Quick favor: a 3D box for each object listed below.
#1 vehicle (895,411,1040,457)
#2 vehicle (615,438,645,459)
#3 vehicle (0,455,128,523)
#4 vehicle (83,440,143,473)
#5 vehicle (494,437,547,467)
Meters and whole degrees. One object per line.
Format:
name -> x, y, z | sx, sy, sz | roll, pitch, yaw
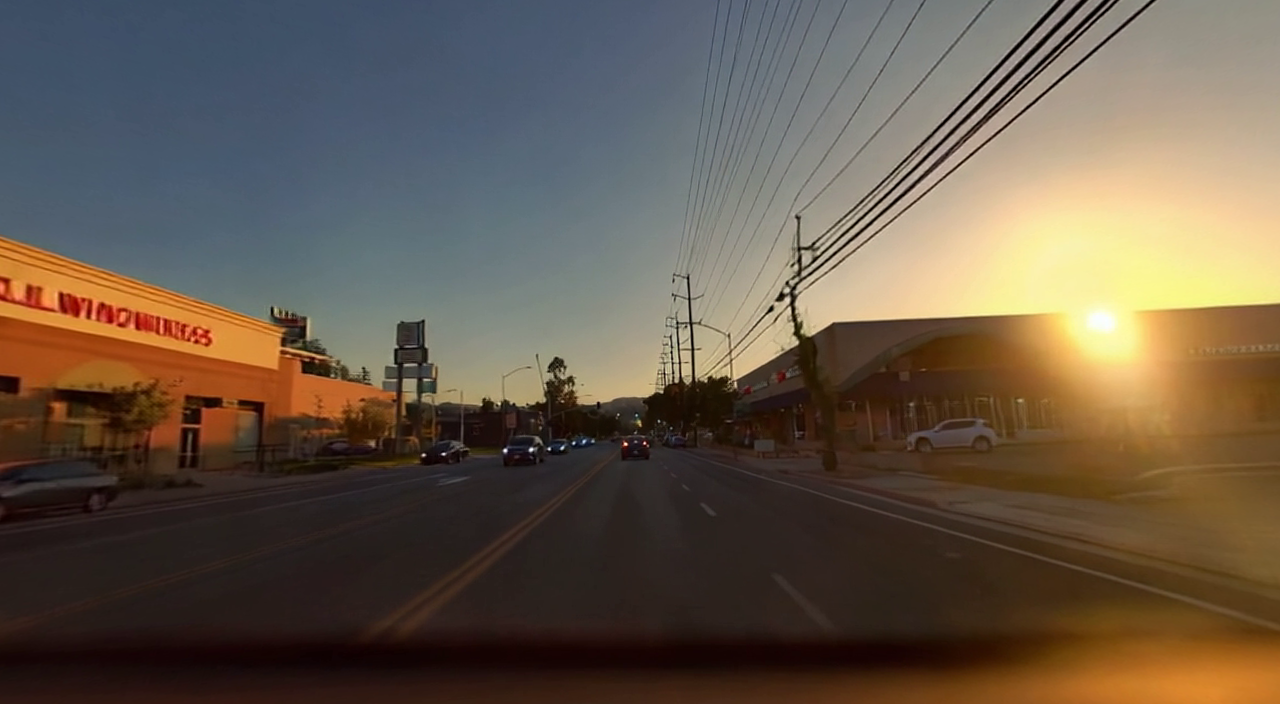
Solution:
vehicle -> 13.527, 3.421, 26.301 | 4.836, 1.750, 2.079 | 0, -8, -1
vehicle -> -0.703, 7.130, 46.878 | 2.097, 1.472, 4.544 | 0, -8, 0
vehicle -> -14.825, 3.216, 15.060 | 1.753, 1.401, 4.223 | 0, -8, -1
vehicle -> -27.791, 5.467, 33.424 | 2.002, 1.592, 4.739 | 7, -10, -36
vehicle -> -6.490, 5.485, 34.794 | 1.987, 1.515, 4.789 | 0, -8, 0
